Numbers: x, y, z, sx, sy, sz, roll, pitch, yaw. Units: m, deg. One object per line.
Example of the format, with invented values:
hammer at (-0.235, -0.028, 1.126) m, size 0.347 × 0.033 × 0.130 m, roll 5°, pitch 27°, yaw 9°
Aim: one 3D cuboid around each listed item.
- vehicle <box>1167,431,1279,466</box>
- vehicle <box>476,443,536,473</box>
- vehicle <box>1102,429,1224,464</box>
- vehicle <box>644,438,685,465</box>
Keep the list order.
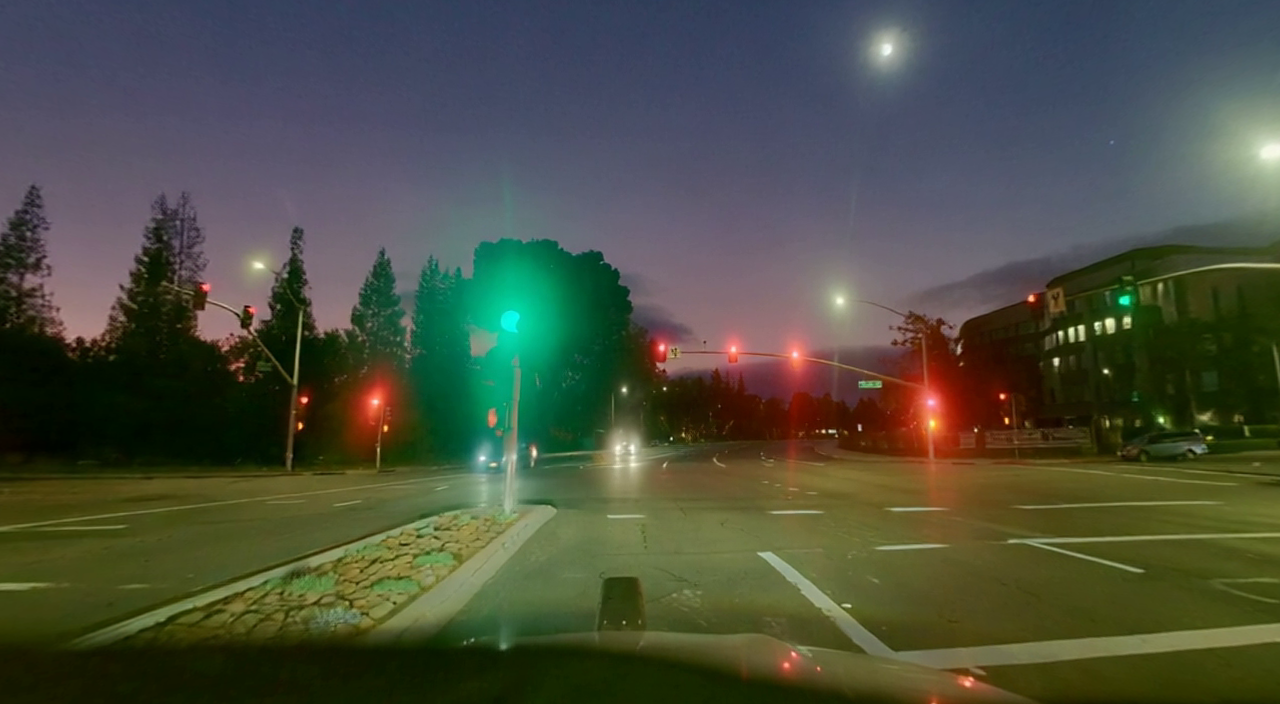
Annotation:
vehicle at (26.299, 4.243, 27.871) m, size 4.644 × 1.470 × 1.922 m, roll 1°, pitch -8°, yaw -10°
vehicle at (-6.961, 5.548, 33.208) m, size 1.877 × 1.481 × 3.853 m, roll -1°, pitch -8°, yaw 8°
vehicle at (25.922, 4.679, 31.343) m, size 4.441 × 1.674 × 2.035 m, roll 1°, pitch -8°, yaw -8°
vehicle at (1.745, 6.775, 43.256) m, size 2.197 × 1.739 × 4.177 m, roll -2°, pitch -8°, yaw 10°
